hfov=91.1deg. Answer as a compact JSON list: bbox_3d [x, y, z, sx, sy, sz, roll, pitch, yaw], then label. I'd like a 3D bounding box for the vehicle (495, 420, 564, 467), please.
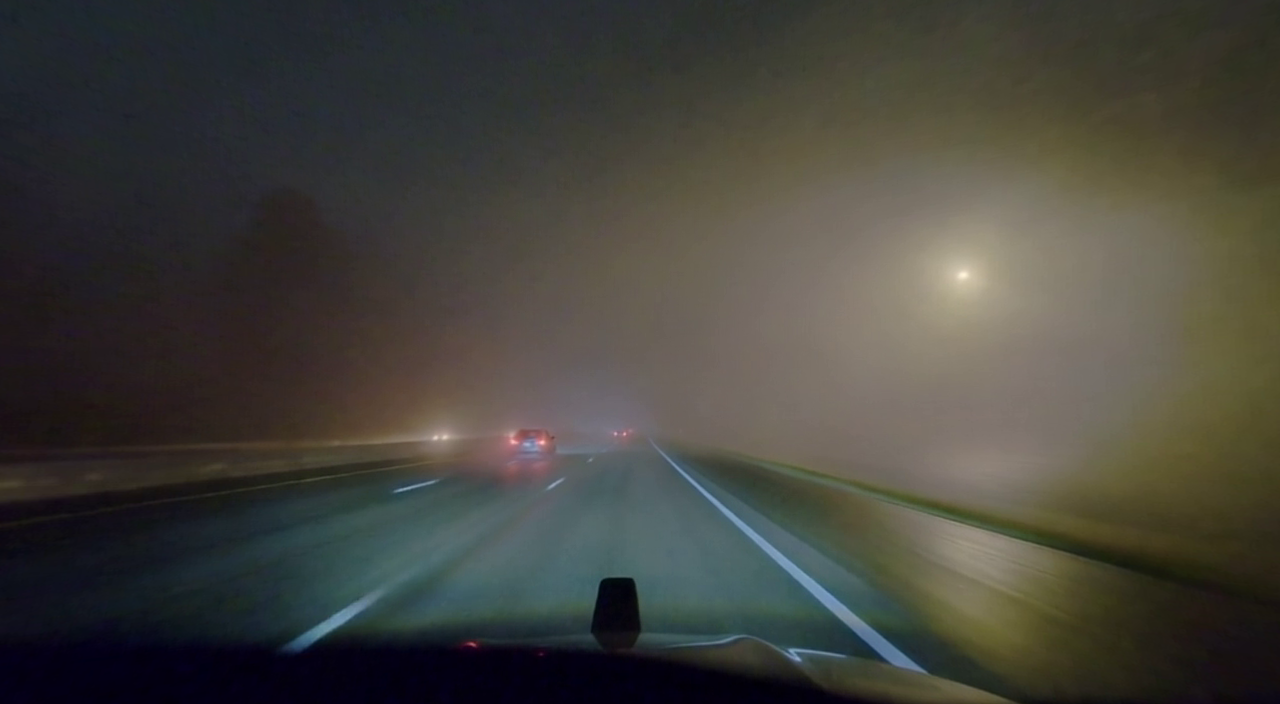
[{"bbox_3d":[-4.401,3.722,25.711,1.980,1.721,4.419,0,-8,0],"label":"vehicle"}]
